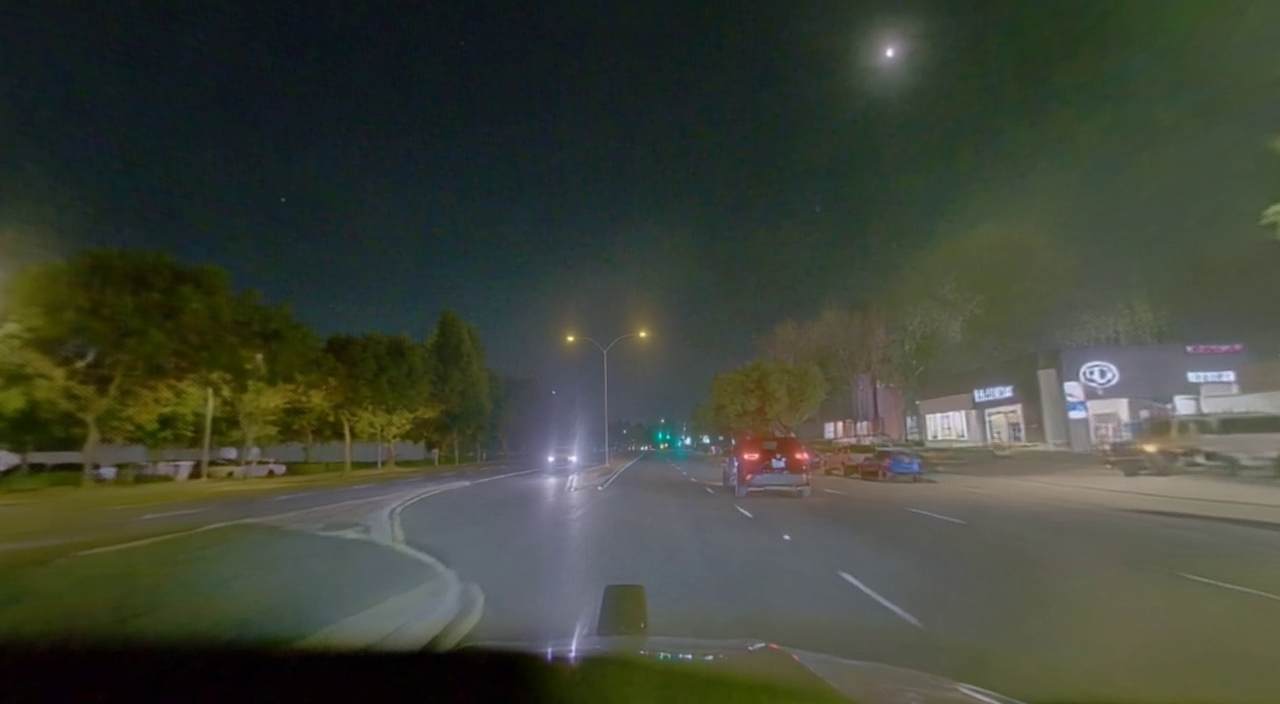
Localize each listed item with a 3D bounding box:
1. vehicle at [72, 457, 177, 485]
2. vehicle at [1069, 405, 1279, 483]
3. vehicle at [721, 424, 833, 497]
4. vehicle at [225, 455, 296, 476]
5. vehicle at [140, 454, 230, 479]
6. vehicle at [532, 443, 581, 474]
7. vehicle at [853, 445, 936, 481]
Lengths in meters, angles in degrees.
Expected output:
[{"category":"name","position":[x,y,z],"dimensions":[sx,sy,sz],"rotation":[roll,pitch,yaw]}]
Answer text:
[{"category":"vehicle","position":[-29.188,6.733,35.762],"dimensions":[4.246,1.457,1.889],"rotation":[0,-8,1]},{"category":"vehicle","position":[15.423,2.627,18.081],"dimensions":[2.139,1.881,5.511],"rotation":[0,-8,-2]},{"category":"vehicle","position":[3.778,3.107,18.348],"dimensions":[2.183,1.845,4.482],"rotation":[0,-8,-1]},{"category":"vehicle","position":[-29.607,8.849,49.253],"dimensions":[4.225,1.389,2.034],"rotation":[-2,-7,2]},{"category":"vehicle","position":[-29.739,7.470,41.271],"dimensions":[4.306,1.459,2.001],"rotation":[-1,-8,0]},{"category":"vehicle","position":[-4.254,5.480,32.796],"dimensions":[2.031,1.478,4.434],"rotation":[0,-8,-1]},{"category":"vehicle","position":[10.962,4.781,27.466],"dimensions":[1.847,1.445,4.281],"rotation":[0,-8,0]}]
